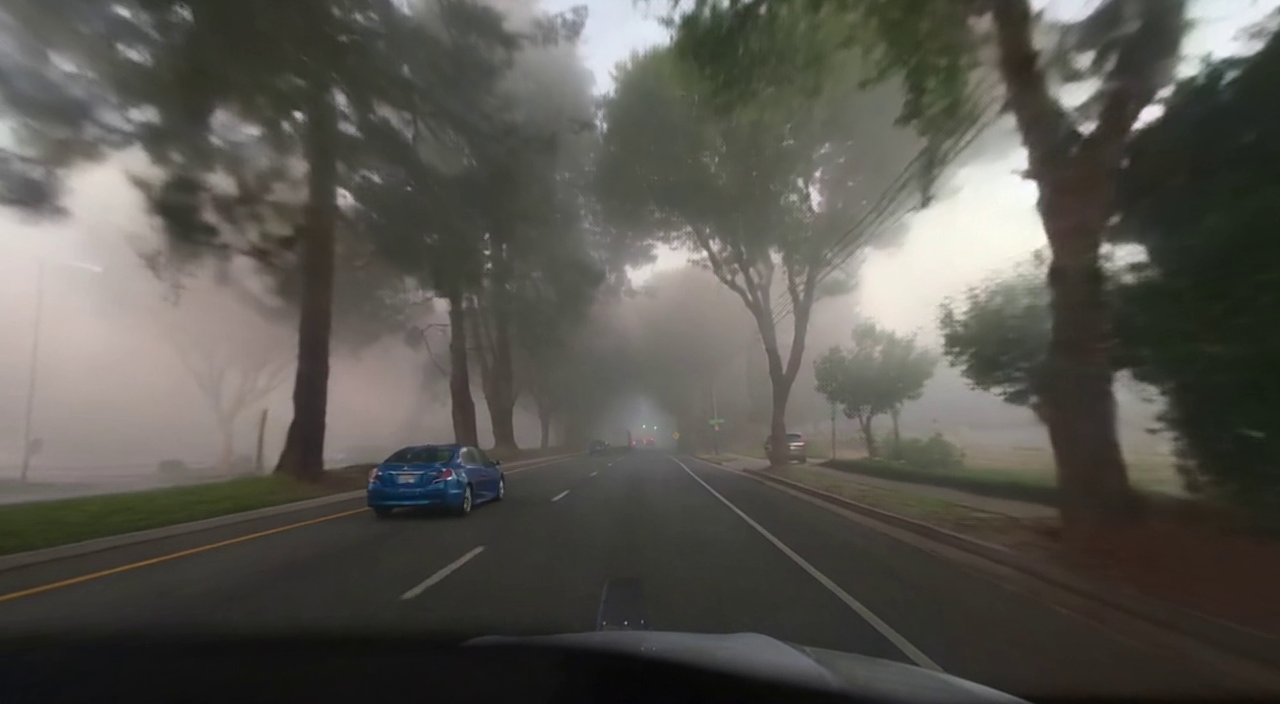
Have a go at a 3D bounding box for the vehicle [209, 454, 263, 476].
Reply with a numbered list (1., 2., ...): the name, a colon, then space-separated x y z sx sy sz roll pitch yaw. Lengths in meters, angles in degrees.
1. vehicle: -31.824 8.876 49.793 1.811 1.550 3.710 -1 -8 0

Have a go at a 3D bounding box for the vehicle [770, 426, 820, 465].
1. vehicle: 7.318 4.439 29.947 1.594 1.688 2.861 -1 -8 0

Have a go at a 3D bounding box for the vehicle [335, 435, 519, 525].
1. vehicle: -3.939 2.433 12.663 2.033 1.454 4.512 -1 -8 1
